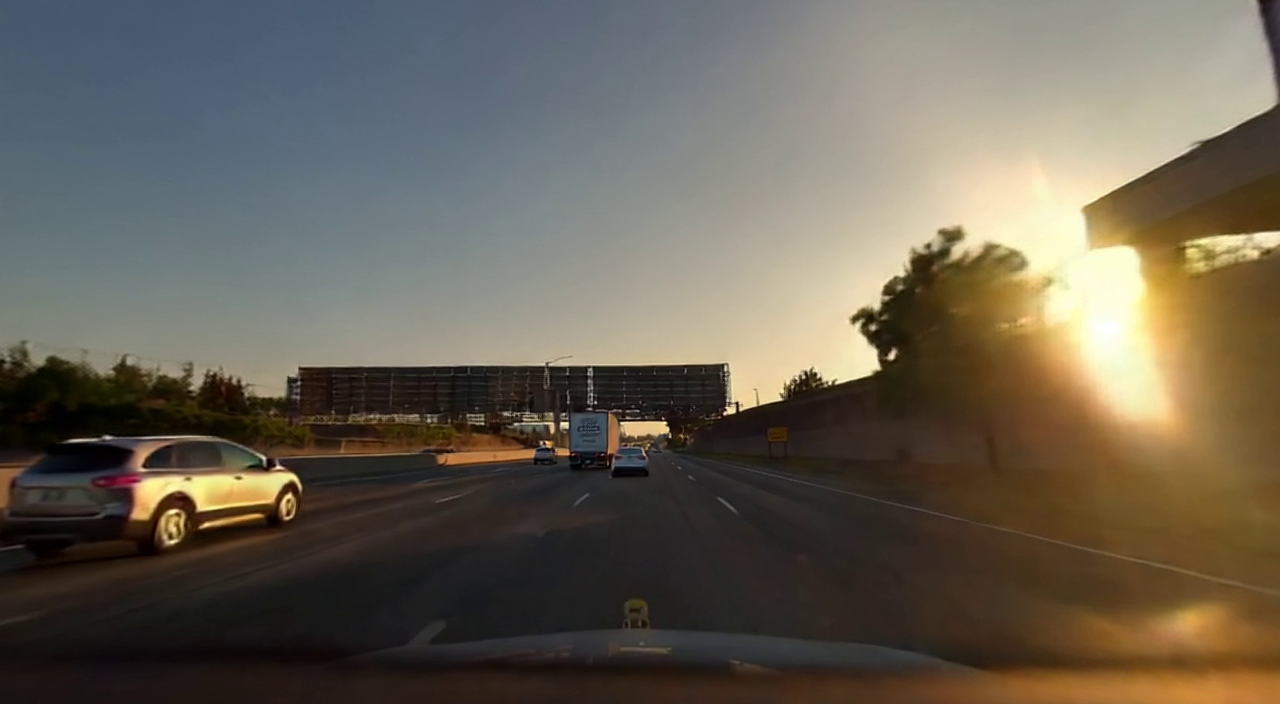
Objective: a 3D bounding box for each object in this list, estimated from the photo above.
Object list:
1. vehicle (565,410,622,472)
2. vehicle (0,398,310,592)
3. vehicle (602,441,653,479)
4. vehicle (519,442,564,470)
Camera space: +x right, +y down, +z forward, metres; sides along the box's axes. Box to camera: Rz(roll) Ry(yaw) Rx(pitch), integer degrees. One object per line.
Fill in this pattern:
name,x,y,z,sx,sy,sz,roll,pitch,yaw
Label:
vehicle,-2.753,5.701,40.023,2.794,3.460,8.595,0,-9,1
vehicle,-6.996,1.695,8.339,2.401,1.759,5.126,0,-9,1
vehicle,-0.543,4.840,28.425,2.168,1.597,3.615,0,-9,-1
vehicle,-6.399,6.844,41.585,2.124,1.674,4.541,0,-9,1
